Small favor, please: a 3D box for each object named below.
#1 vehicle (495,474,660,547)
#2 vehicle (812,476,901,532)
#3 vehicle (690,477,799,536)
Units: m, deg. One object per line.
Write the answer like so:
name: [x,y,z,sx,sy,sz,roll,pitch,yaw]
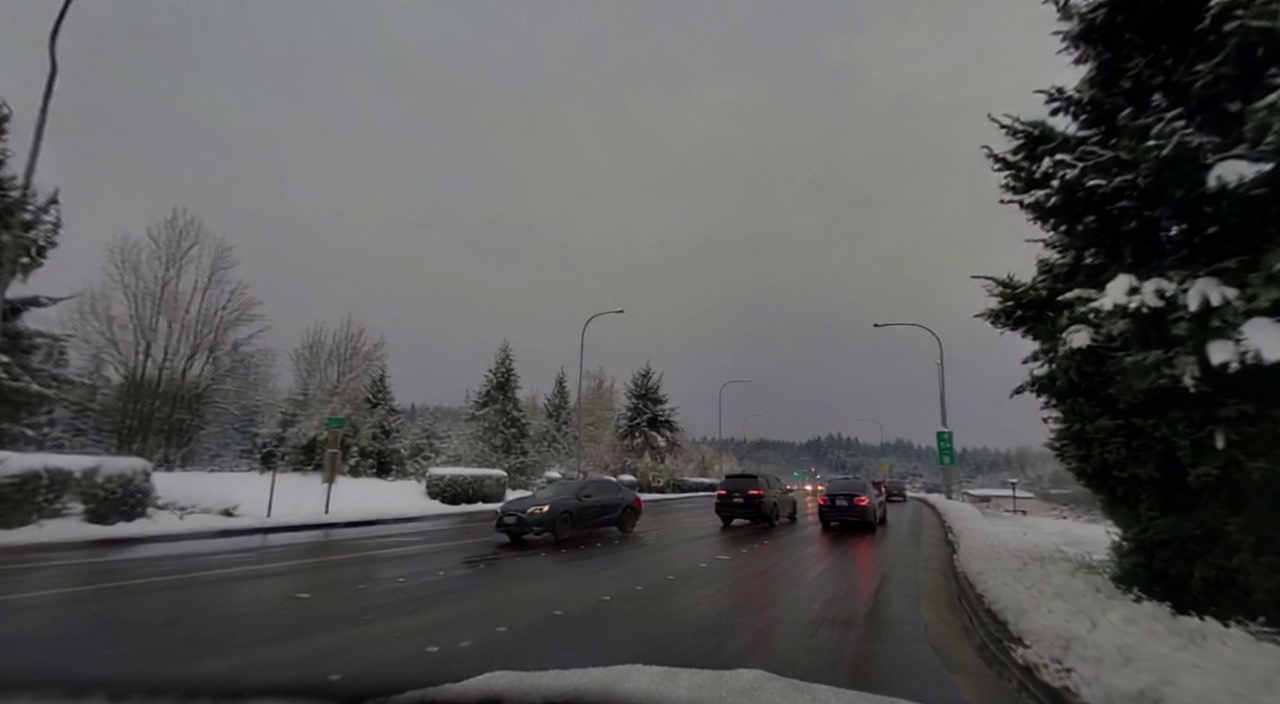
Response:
vehicle: [-1.405,3.974,16.390,2.107,1.502,4.705,-4,-12,25]
vehicle: [6.961,4.714,19.952,2.129,1.471,4.258,-4,-12,25]
vehicle: [3.320,4.601,19.231,2.030,1.441,4.806,-4,-12,25]
